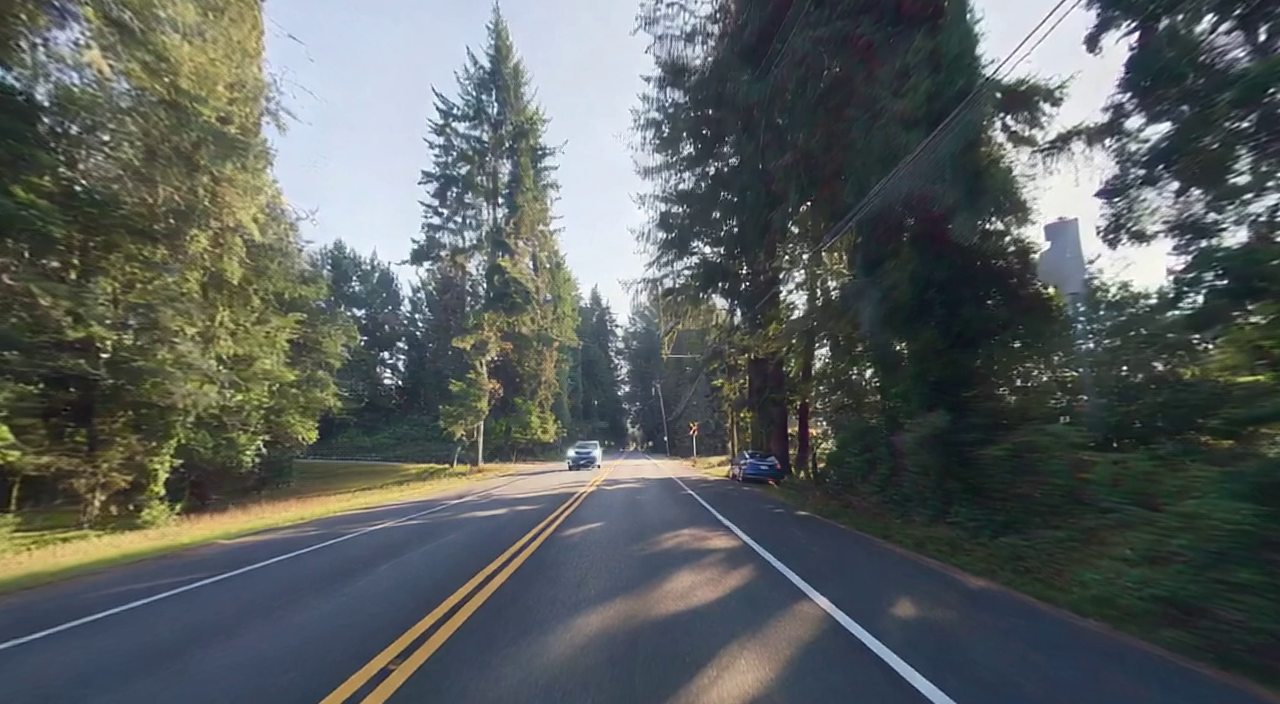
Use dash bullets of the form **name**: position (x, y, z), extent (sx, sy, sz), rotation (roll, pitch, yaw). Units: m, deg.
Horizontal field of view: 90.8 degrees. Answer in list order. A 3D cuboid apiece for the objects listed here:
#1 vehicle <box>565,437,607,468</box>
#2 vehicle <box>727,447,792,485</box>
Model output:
- **vehicle**: position (-3.213, 6.090, 38.444), extent (2.023, 1.722, 4.372), rotation (0, -9, 1)
- **vehicle**: position (4.996, 4.824, 27.057), extent (1.905, 1.482, 4.240), rotation (0, -9, -1)
